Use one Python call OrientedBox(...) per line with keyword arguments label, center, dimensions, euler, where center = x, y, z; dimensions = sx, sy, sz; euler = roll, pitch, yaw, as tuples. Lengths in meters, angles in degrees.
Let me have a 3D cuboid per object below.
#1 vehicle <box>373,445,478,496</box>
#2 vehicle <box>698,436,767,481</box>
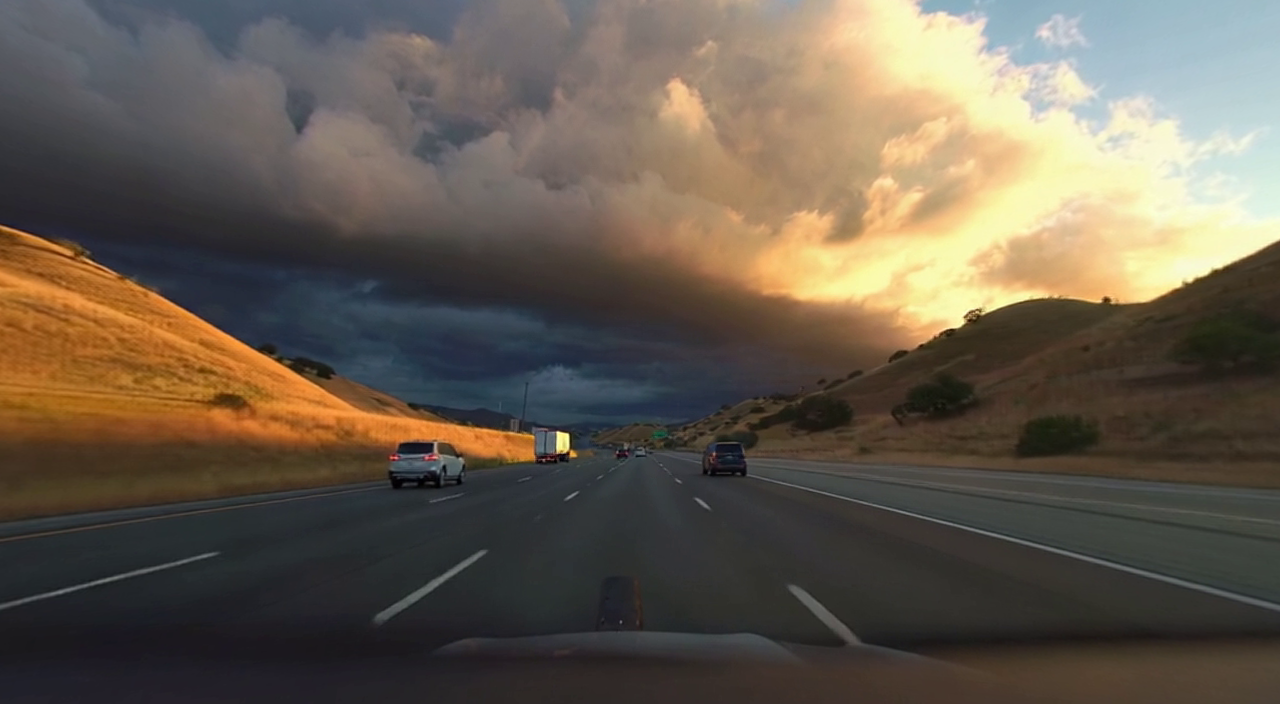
OrientedBox(label="vehicle", center=(-7.223, 4.023, 21.842), dimensions=(1.935, 1.550, 4.883), euler=(0, -9, 0))
OrientedBox(label="vehicle", center=(3.901, 4.602, 27.399), dimensions=(2.231, 1.789, 4.700), euler=(0, -9, 0))
